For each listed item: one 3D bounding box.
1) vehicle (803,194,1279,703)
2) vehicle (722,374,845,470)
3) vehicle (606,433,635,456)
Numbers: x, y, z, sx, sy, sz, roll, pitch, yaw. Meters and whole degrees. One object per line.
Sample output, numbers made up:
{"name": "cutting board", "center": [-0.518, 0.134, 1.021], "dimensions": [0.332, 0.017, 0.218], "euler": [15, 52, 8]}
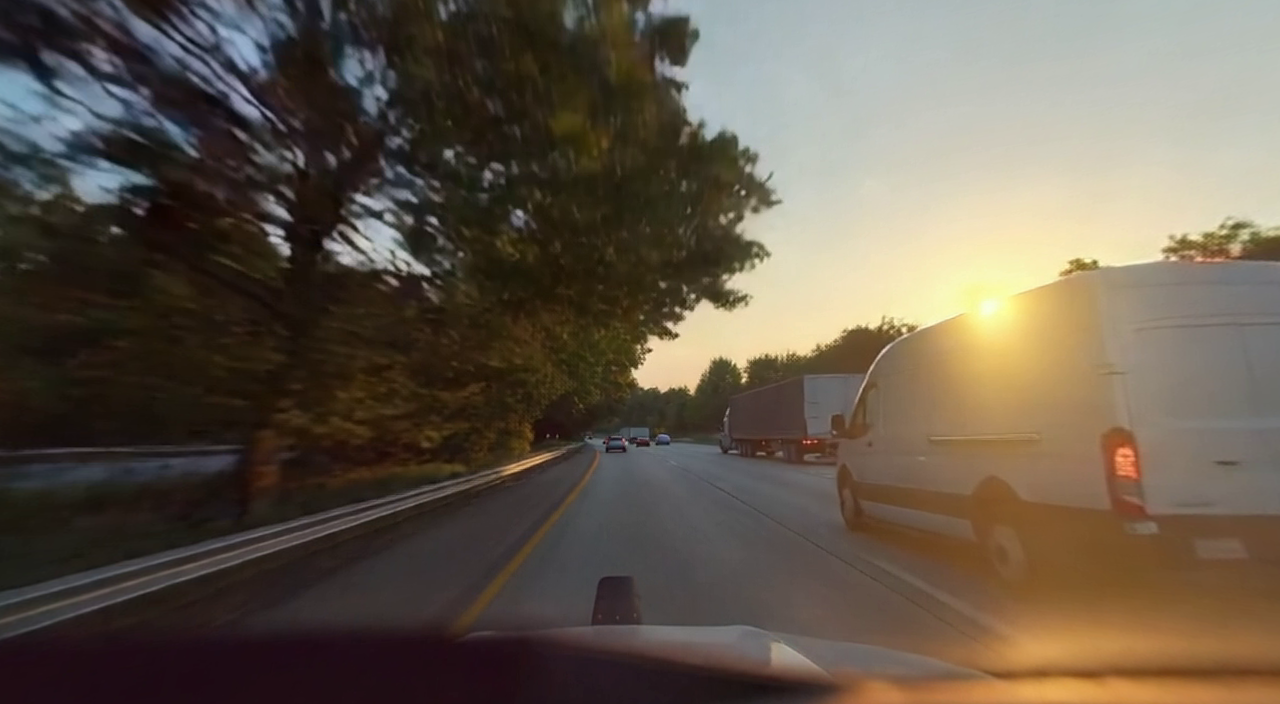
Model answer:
{"name": "vehicle", "center": [3.500, 0.857, 5.576], "dimensions": [2.436, 2.521, 5.409], "euler": [0, -8, -2]}
{"name": "vehicle", "center": [7.082, 3.938, 34.176], "dimensions": [2.888, 4.093, 14.227], "euler": [0, -8, -2]}
{"name": "vehicle", "center": [-1.513, 6.956, 47.474], "dimensions": [2.088, 1.671, 4.068], "euler": [0, -8, -2]}
